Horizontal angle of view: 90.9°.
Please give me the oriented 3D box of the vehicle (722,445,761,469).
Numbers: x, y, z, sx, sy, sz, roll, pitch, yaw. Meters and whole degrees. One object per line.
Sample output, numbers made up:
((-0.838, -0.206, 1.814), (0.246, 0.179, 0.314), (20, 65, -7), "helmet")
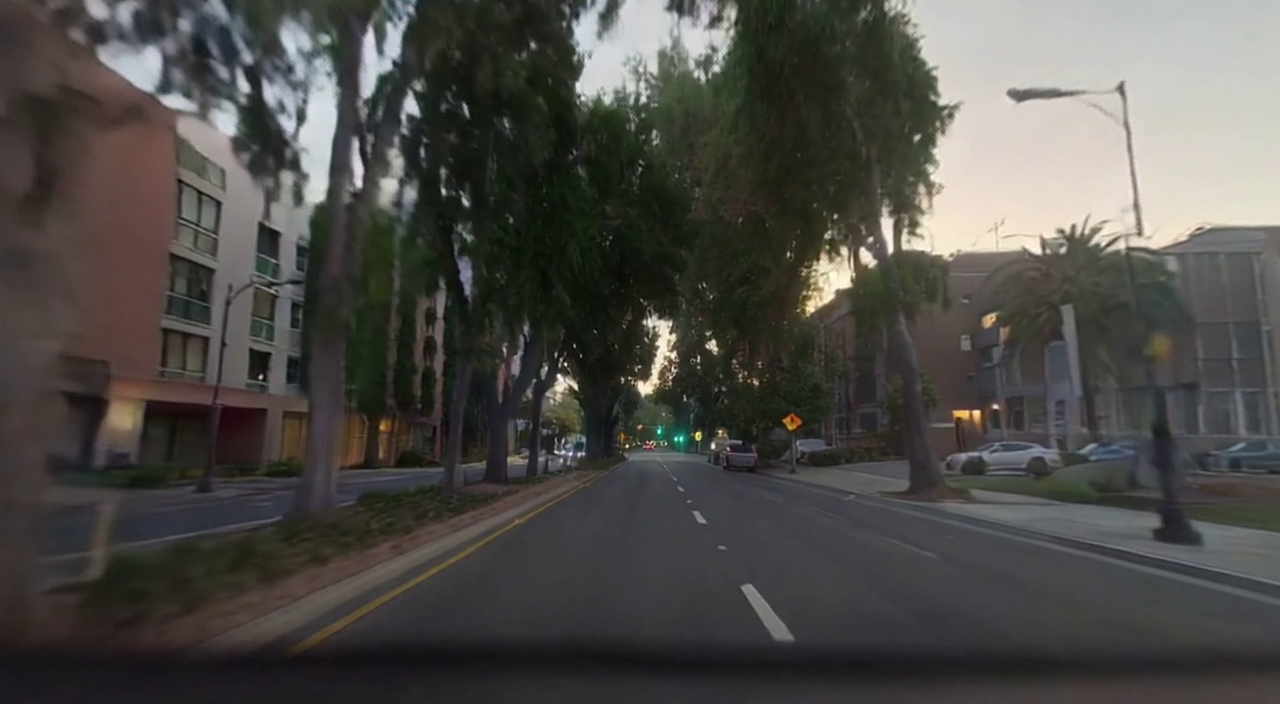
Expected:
((6.796, 7.087, 42.678), (1.948, 1.511, 4.623), (0, -8, 1), "vehicle")

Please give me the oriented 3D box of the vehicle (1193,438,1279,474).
((27.278, 4.496, 27.429), (4.560, 1.444, 1.929), (-1, -8, -2), "vehicle")

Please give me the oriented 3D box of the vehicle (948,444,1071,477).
((16.233, 4.760, 27.832), (4.276, 1.397, 1.786), (0, -8, 1), "vehicle")

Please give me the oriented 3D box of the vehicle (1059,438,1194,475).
((21.158, 4.537, 27.532), (4.333, 1.491, 1.744), (-1, -8, 1), "vehicle")
